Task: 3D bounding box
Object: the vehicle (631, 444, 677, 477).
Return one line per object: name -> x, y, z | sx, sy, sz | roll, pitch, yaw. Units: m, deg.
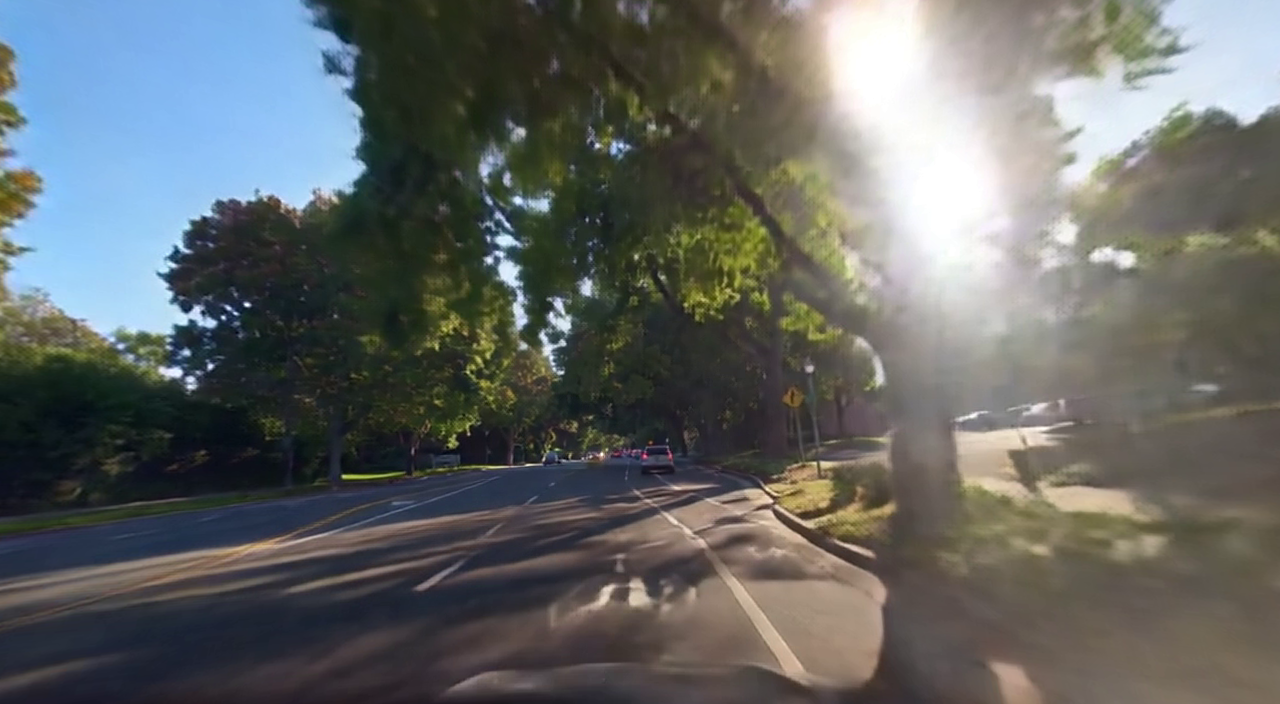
vehicle -> 0.687, 5.293, 31.186 | 2.111, 1.466, 4.223 | -1, -8, 2
